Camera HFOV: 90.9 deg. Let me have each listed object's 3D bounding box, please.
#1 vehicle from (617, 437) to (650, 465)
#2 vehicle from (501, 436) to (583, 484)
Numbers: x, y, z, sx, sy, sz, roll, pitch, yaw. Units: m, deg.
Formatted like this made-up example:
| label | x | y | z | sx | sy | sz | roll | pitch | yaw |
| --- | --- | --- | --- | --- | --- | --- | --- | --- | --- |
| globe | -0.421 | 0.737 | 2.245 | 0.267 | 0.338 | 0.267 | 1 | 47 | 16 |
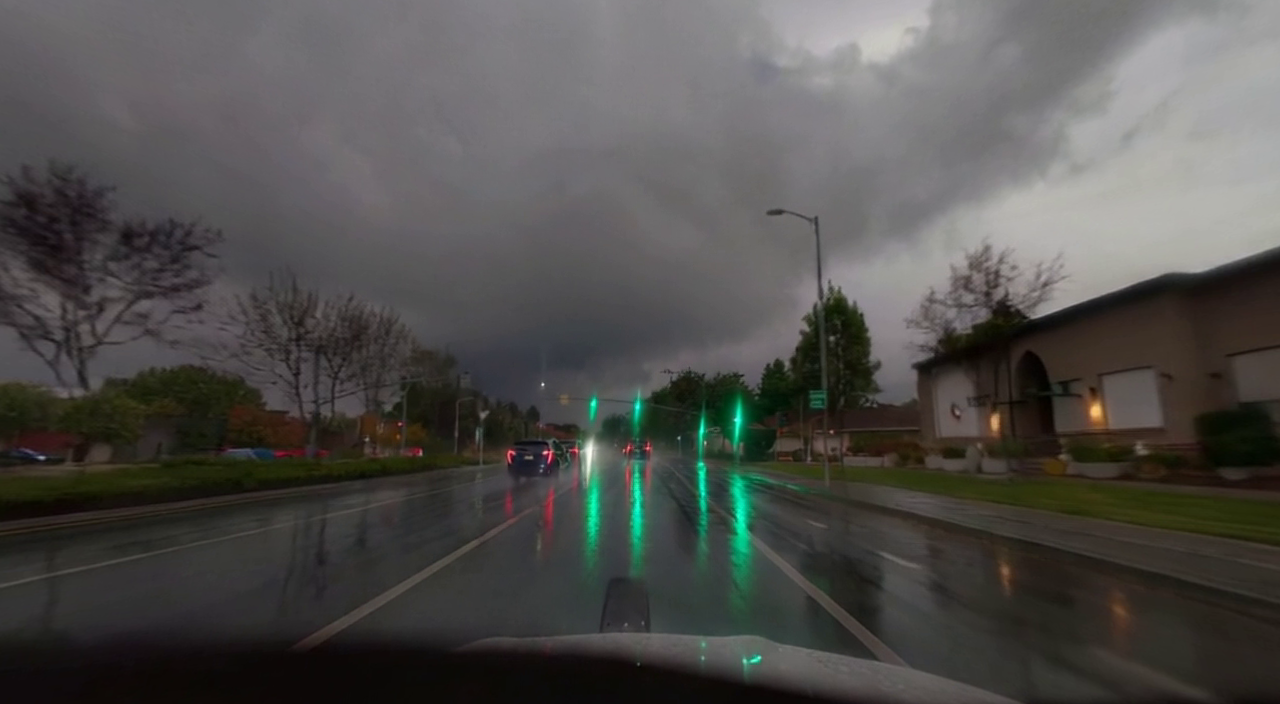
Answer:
| label | x | y | z | sx | sy | sz | roll | pitch | yaw |
| --- | --- | --- | --- | --- | --- | --- | --- | --- | --- |
| vehicle | -0.400 | 6.832 | 43.659 | 2.153 | 1.764 | 4.047 | 0 | -8 | 0 |
| vehicle | -3.277 | 3.703 | 21.954 | 2.015 | 1.470 | 4.458 | 0 | -8 | 1 |
